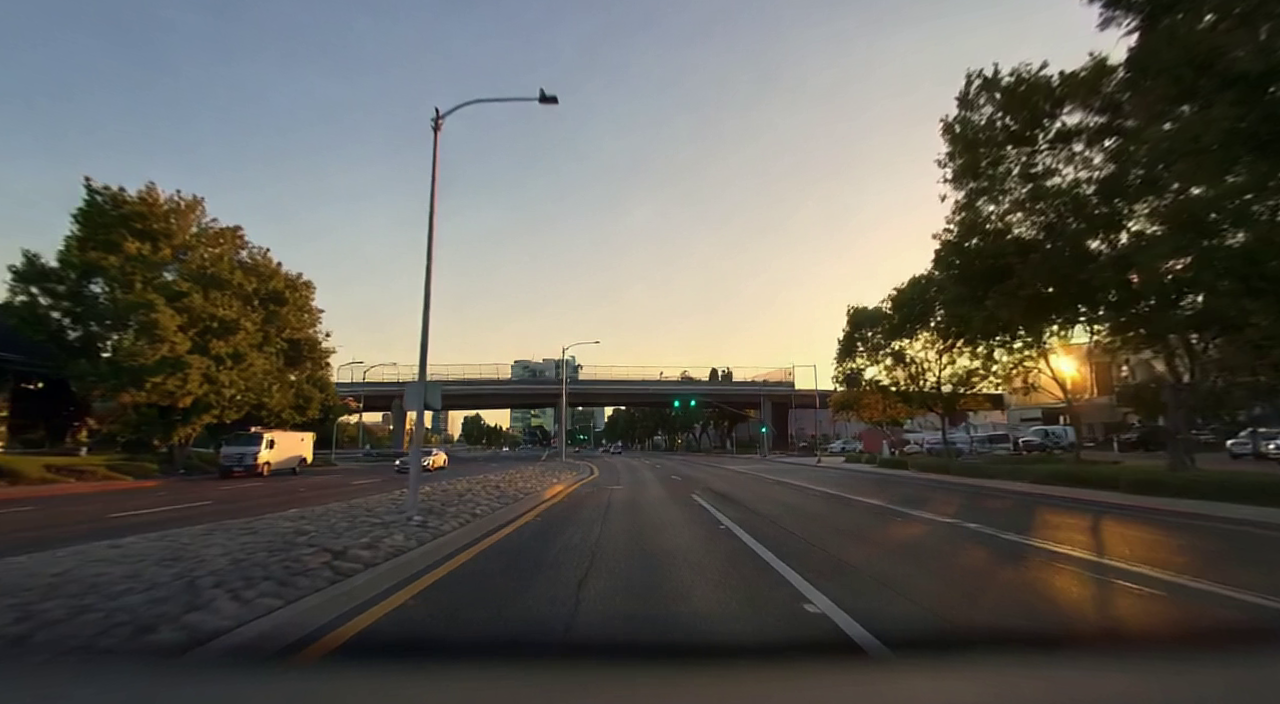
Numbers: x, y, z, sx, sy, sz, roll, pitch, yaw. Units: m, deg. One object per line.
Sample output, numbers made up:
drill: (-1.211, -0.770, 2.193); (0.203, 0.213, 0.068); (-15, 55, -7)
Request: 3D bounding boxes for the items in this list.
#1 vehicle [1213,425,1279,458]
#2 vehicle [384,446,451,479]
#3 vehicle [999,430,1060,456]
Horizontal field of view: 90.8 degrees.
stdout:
vehicle: (43.189, 6.328, 44.600); (4.681, 2.103, 2.302); (6, -9, -26)
vehicle: (-11.334, 5.640, 32.596); (2.032, 1.480, 4.591); (0, -8, -3)
vehicle: (28.309, 6.627, 45.866); (4.634, 1.789, 2.149); (7, -11, -38)
